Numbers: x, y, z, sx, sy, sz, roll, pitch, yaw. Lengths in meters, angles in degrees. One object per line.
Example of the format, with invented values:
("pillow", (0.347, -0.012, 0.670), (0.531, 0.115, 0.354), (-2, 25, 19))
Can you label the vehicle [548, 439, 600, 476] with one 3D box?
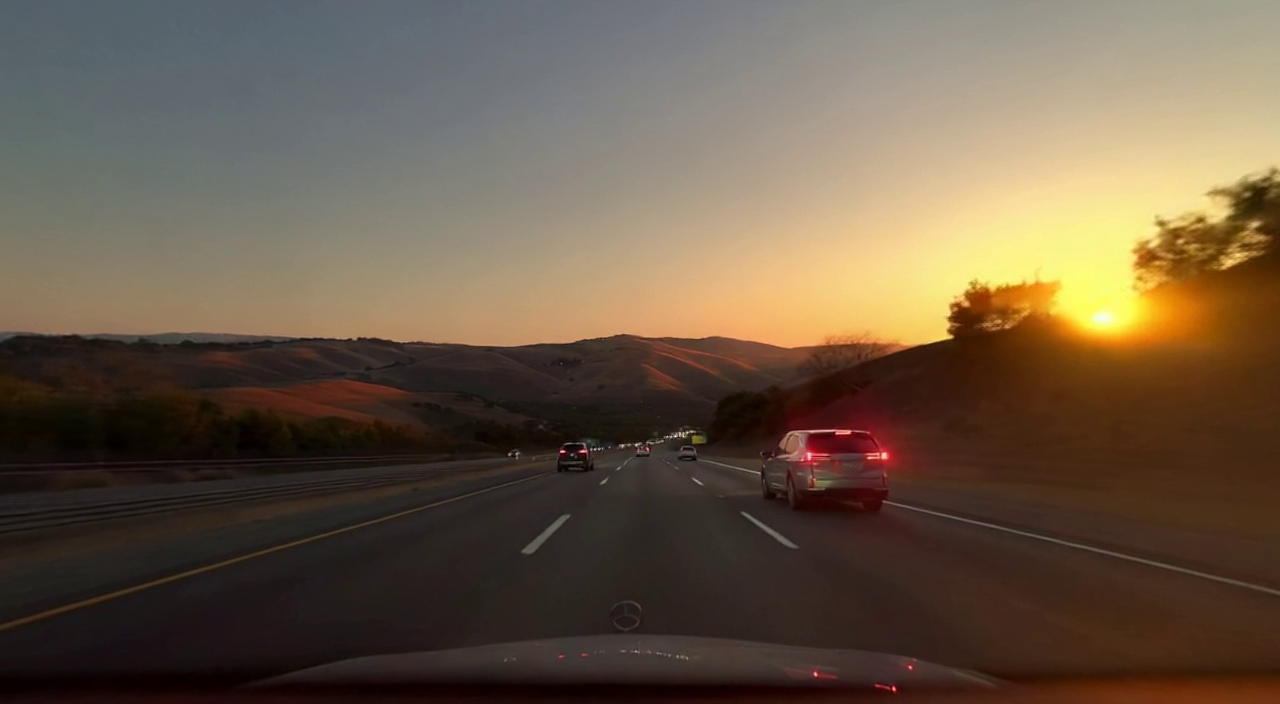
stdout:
("vehicle", (-3.247, 5.275, 31.737), (2.070, 1.707, 4.309), (0, -9, 1))
